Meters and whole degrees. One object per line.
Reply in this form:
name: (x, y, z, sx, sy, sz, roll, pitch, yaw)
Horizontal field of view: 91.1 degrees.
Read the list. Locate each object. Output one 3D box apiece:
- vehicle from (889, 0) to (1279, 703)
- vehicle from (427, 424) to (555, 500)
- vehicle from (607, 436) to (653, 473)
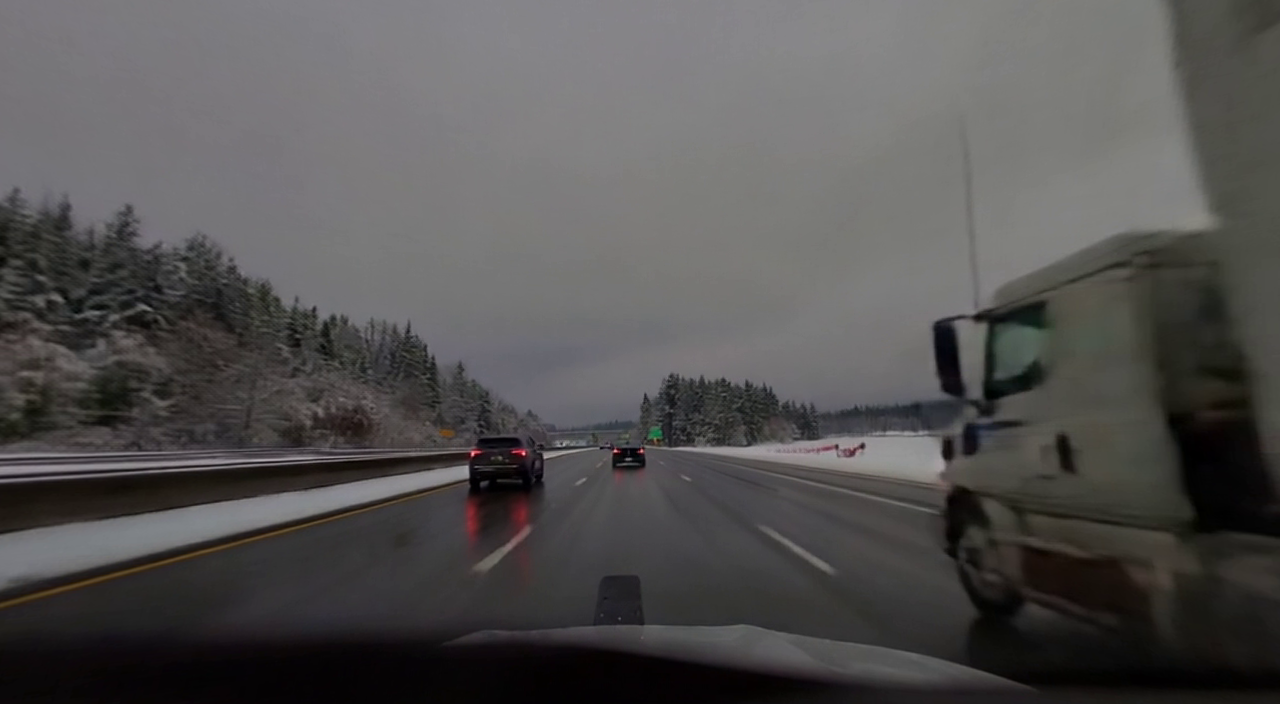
vehicle: (4.015, -0.276, 2.628, 3.030, 4.048, 6.650, 0, -8, -1)
vehicle: (-3.722, 2.848, 16.706, 2.264, 1.699, 4.648, -1, -8, 0)
vehicle: (-0.464, 4.790, 29.614, 2.048, 1.563, 4.087, 0, -8, -1)
